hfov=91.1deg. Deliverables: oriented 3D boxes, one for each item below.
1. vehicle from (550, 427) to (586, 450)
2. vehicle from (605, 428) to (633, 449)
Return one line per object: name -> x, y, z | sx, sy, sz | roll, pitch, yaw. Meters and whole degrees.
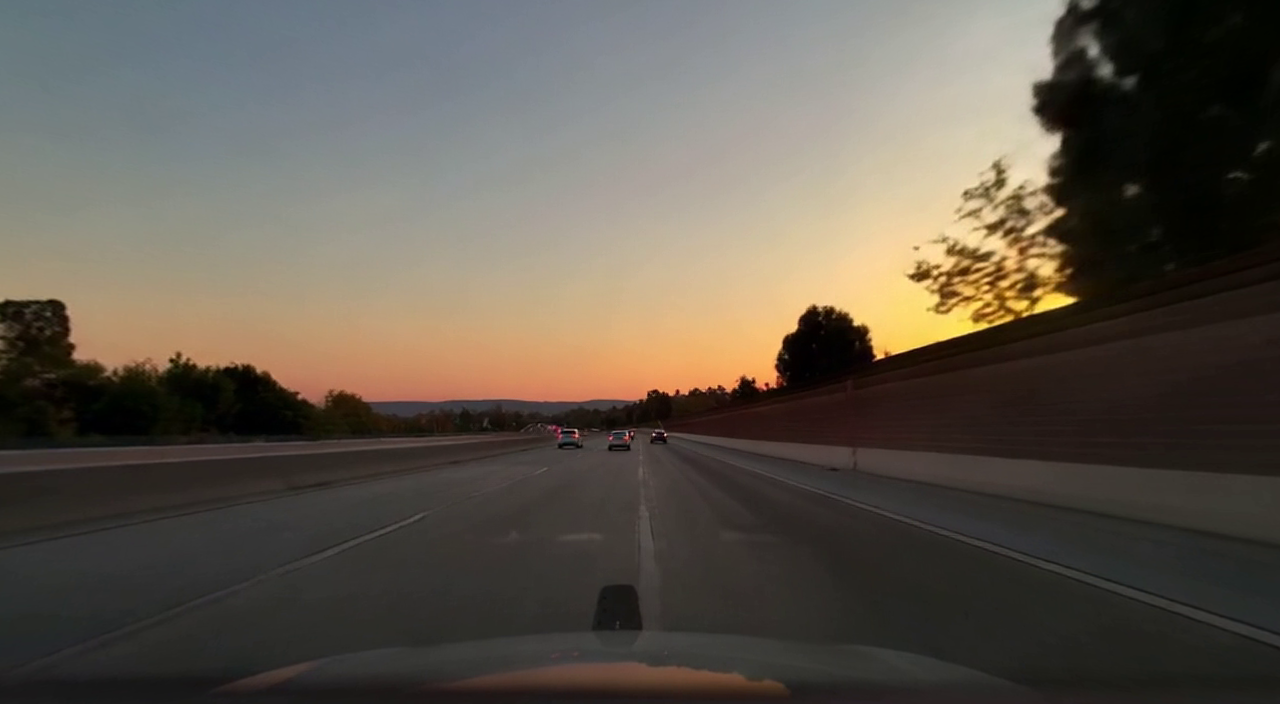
vehicle -> -5.310, 6.420, 46.812 | 2.113, 1.632, 4.409 | 0, -8, 1
vehicle -> -1.597, 6.830, 49.607 | 2.064, 1.571, 4.225 | 0, -8, 0
